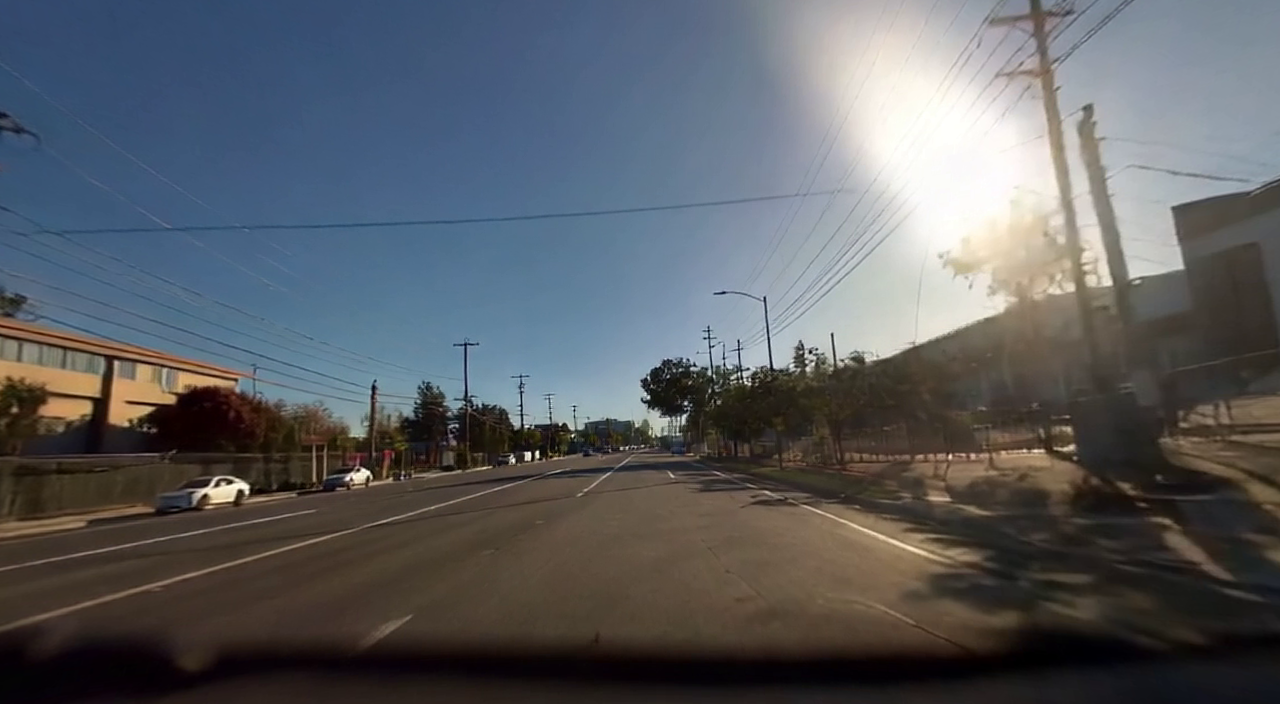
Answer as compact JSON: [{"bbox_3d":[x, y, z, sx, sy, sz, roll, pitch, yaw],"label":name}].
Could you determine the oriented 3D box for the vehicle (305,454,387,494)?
[{"bbox_3d":[-17.564,7.259,38.134,2.228,1.969,5.694,-6,-9,-1],"label":"vehicle"}]

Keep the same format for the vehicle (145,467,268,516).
[{"bbox_3d":[-17.595,5.650,25.995,1.931,1.501,4.564,-6,-9,-1],"label":"vehicle"}]
